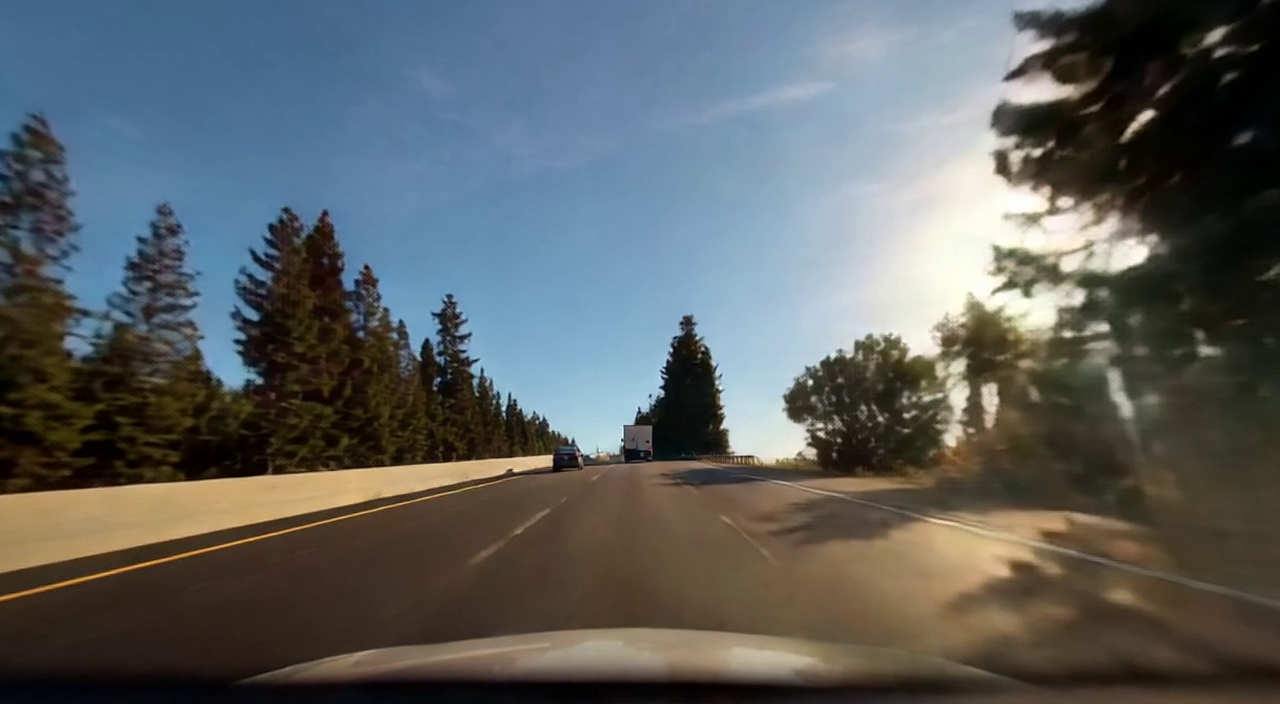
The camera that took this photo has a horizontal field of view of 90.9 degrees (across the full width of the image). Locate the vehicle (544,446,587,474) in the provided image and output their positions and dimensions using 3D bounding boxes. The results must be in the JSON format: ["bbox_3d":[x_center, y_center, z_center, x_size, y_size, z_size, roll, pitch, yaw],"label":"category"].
[{"bbox_3d":[-4.252,6.212,36.486,1.916,1.506,4.476,0,-9,1],"label":"vehicle"}]
